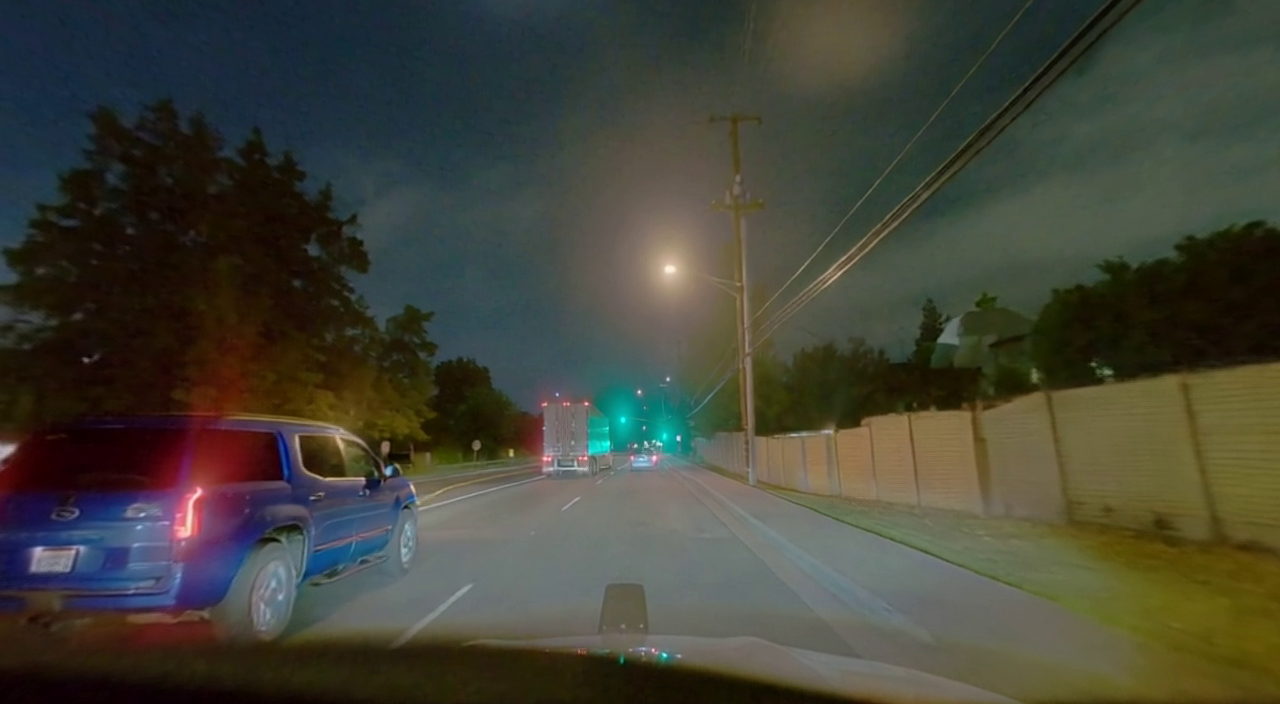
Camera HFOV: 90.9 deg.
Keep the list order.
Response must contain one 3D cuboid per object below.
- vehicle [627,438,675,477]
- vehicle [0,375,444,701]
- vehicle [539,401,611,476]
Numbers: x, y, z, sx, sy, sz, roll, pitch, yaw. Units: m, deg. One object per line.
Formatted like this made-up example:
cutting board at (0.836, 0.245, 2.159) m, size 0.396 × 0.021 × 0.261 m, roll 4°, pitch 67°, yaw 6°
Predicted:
vehicle at (0.536, 5.108, 30.641) m, size 2.174 × 1.749 × 4.113 m, roll 0°, pitch -9°, yaw 1°
vehicle at (-3.677, 1.387, 5.916) m, size 2.093 × 1.832 × 4.508 m, roll 0°, pitch -9°, yaw 1°
vehicle at (-3.404, 4.942, 35.635) m, size 2.928 × 3.658 × 8.980 m, roll 0°, pitch -9°, yaw 1°
